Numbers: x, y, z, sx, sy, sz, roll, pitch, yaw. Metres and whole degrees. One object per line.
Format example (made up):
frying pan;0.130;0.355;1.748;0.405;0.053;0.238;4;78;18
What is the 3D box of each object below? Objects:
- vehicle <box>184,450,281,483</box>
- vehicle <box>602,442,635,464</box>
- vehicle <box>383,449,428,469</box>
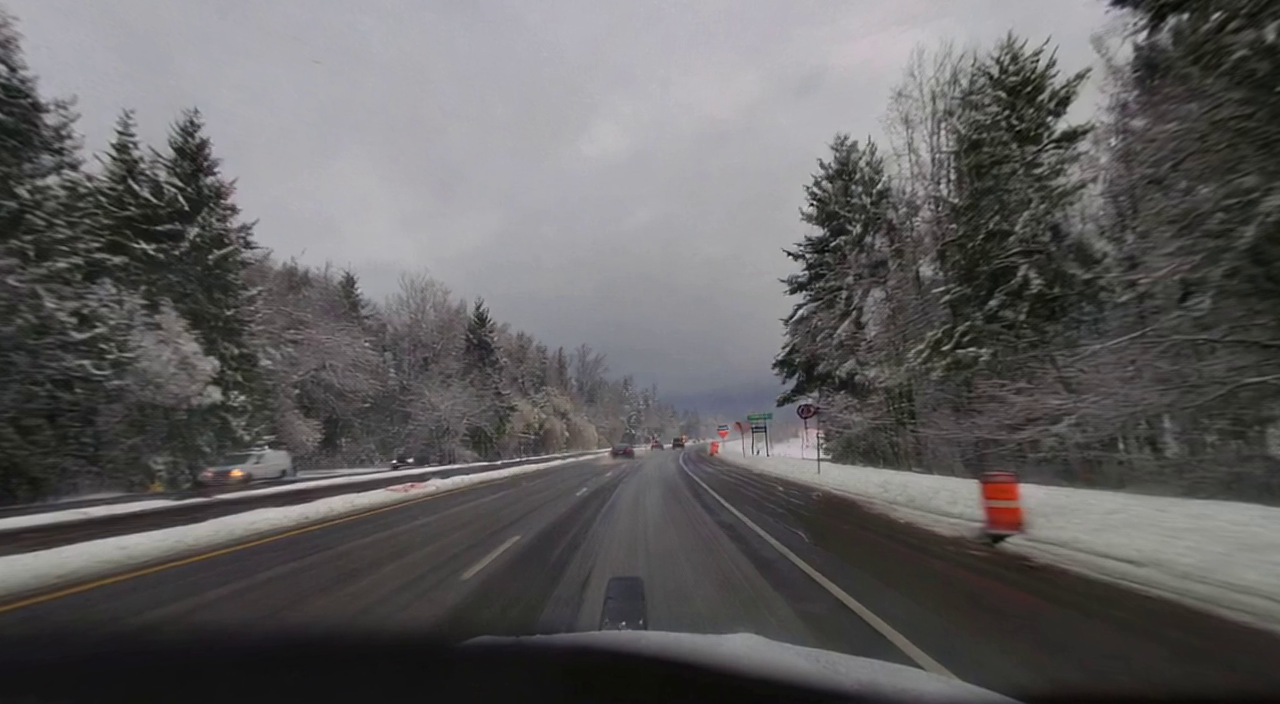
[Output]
vehicle;-19.606;5.498;30.528;1.856;1.473;4.055;0;-8;2
vehicle;-1.479;7.131;44.502;2.118;1.475;4.263;0;-8;1
vehicle;-18.030;8.197;48.497;1.884;1.459;3.767;0;-8;2
